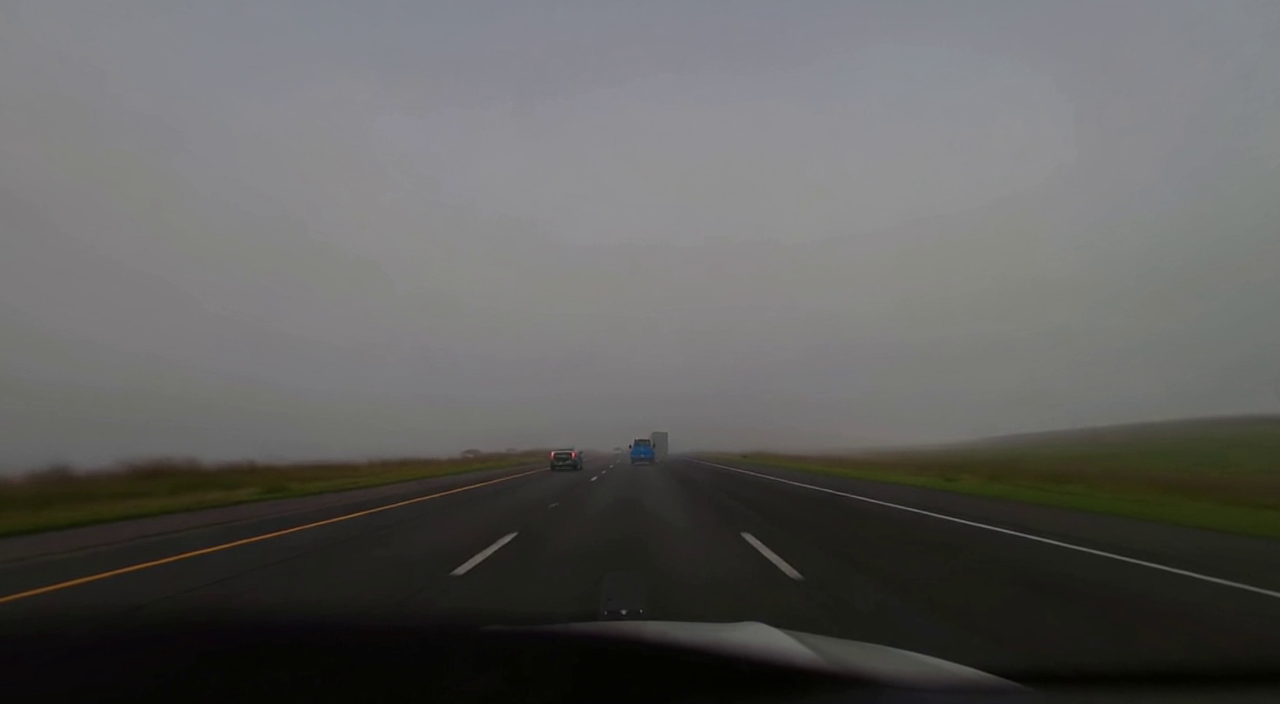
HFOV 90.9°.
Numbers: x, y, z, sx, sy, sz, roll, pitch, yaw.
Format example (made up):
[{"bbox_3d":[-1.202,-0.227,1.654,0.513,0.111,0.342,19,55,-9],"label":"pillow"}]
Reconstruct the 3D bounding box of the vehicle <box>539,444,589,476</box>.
[{"bbox_3d":[-3.836,5.552,32.637,1.984,1.491,4.341,0,-9,1],"label":"vehicle"}]

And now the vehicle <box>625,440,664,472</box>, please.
[{"bbox_3d":[0.223,5.884,35.759,2.083,1.689,4.083,0,-9,0],"label":"vehicle"}]
